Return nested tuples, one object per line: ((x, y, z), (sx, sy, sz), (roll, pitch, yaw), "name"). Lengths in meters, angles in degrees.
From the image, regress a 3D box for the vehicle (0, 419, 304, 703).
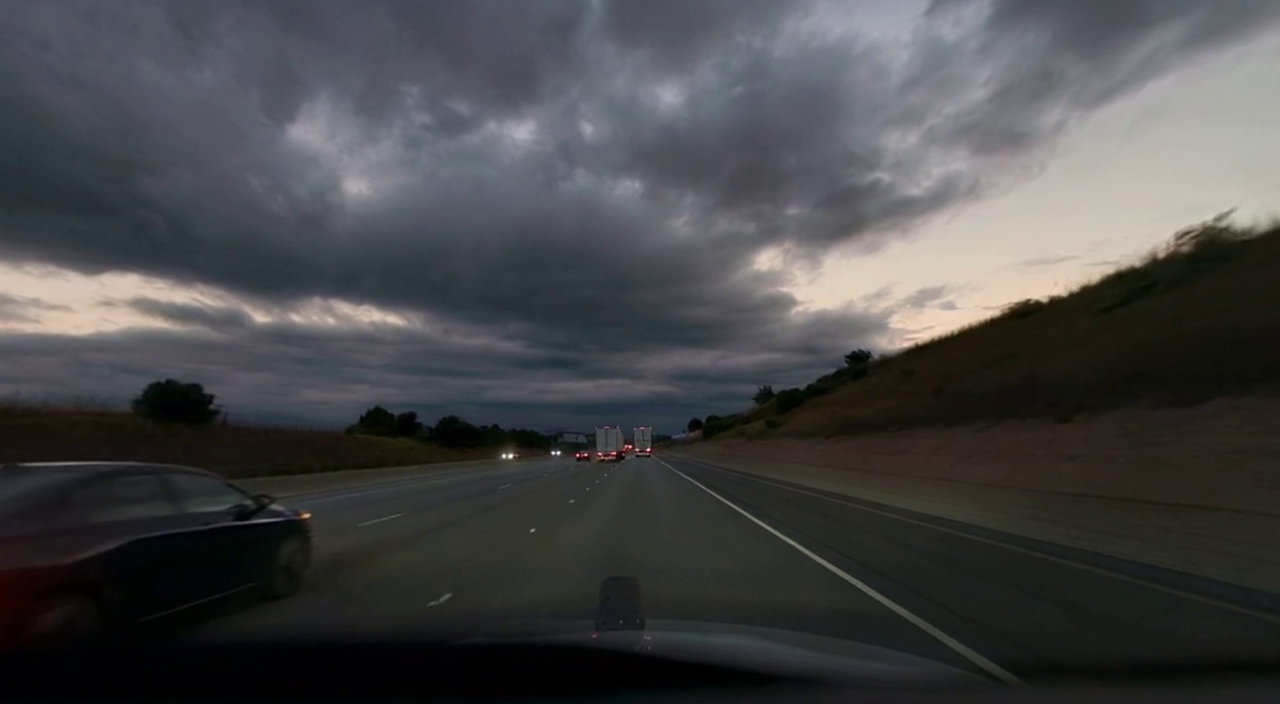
((-4.238, 1.213, 3.803), (1.992, 1.535, 4.406), (0, -9, 0), "vehicle")
